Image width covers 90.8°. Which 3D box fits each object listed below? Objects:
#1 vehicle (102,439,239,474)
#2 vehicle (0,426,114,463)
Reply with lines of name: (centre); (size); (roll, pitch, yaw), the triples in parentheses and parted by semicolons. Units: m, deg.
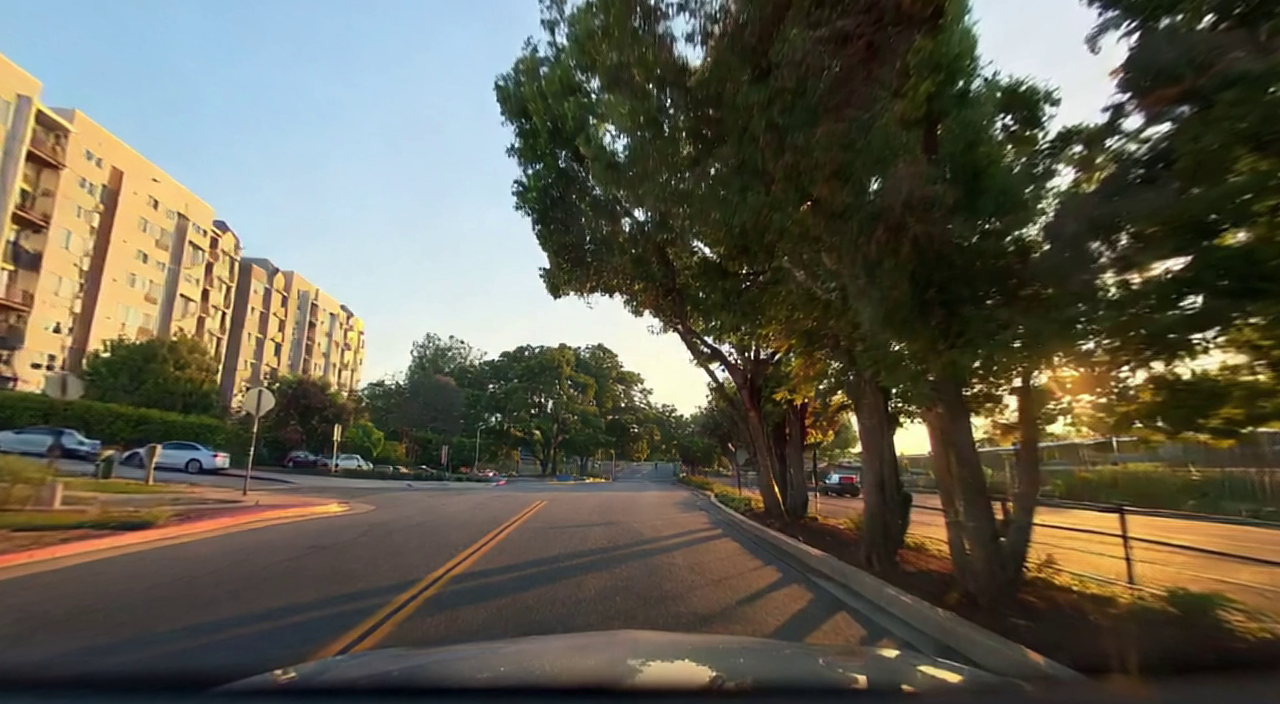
vehicle: (-19.941, 4.430, 26.954); (4.322, 1.436, 1.827); (0, -8, -1)
vehicle: (-25.478, 3.940, 26.933); (4.393, 1.478, 1.776); (0, -8, -3)
